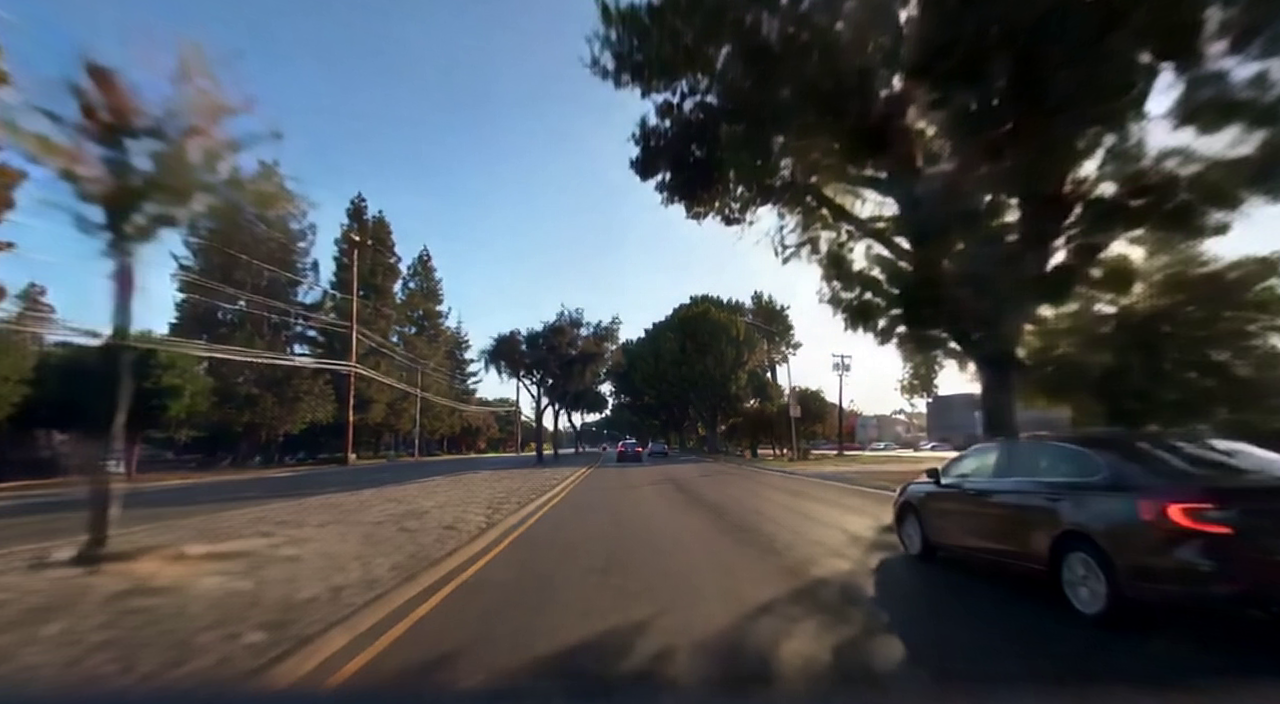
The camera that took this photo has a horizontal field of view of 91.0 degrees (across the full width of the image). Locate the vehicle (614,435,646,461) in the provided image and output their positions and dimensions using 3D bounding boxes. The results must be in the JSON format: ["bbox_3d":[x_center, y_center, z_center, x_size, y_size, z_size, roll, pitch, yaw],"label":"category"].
[{"bbox_3d":[-0.783,6.950,45.602,2.189,1.776,4.342,0,-9,-3],"label":"vehicle"}]

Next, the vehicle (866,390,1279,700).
[{"bbox_3d":[4.158,1.373,5.809,2.235,1.597,4.918,0,-9,-1],"label":"vehicle"}]
